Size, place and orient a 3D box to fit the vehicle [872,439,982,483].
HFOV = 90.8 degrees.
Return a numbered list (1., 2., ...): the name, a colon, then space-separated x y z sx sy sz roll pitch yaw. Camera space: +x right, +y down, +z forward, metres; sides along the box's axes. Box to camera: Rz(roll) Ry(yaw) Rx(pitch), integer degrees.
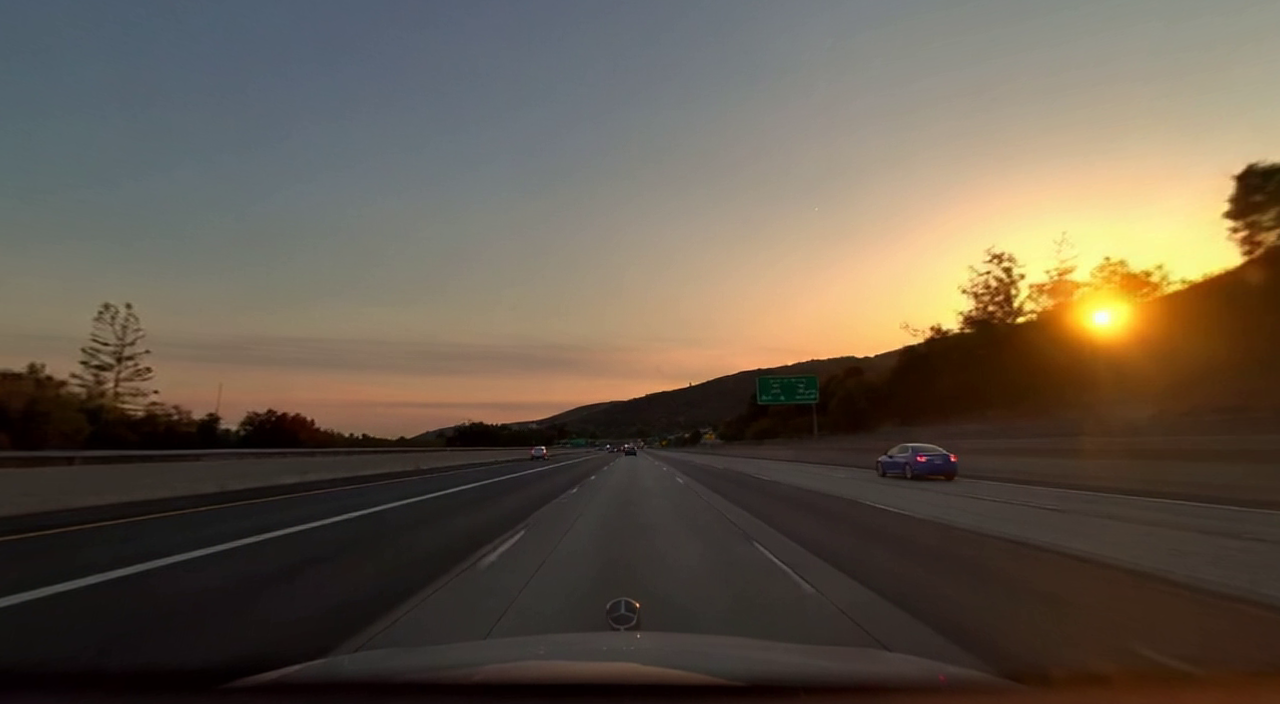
1. vehicle: 10.685 4.081 23.938 1.985 1.493 4.486 0 -8 -1
